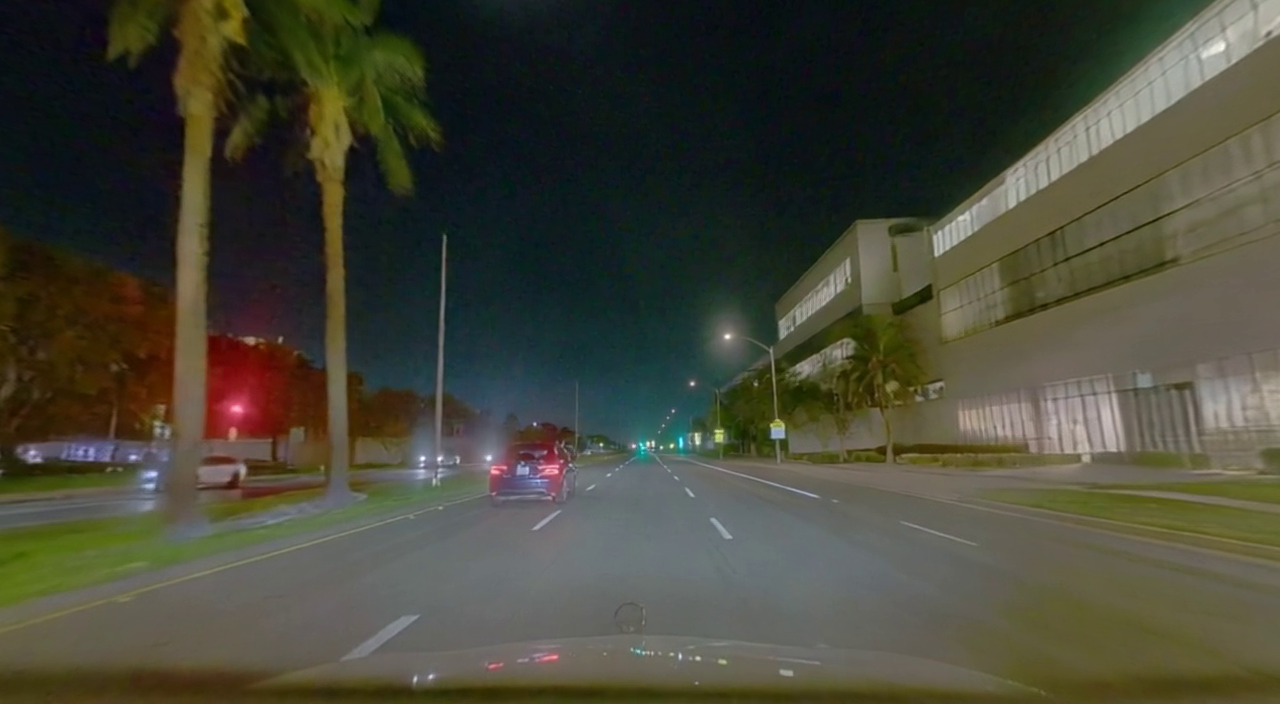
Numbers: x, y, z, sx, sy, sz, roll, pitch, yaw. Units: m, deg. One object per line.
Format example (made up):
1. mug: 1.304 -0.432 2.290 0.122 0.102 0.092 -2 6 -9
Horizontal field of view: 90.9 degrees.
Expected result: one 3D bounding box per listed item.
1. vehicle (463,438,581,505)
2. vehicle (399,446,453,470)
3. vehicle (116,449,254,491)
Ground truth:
1. vehicle: -2.963 3.121 17.041 2.162 1.549 4.795 0 -8 1
2. vehicle: -14.626 7.247 43.398 1.948 1.491 4.723 0 -8 1
3. vehicle: -18.208 4.708 25.584 1.993 1.466 4.731 0 -8 1
